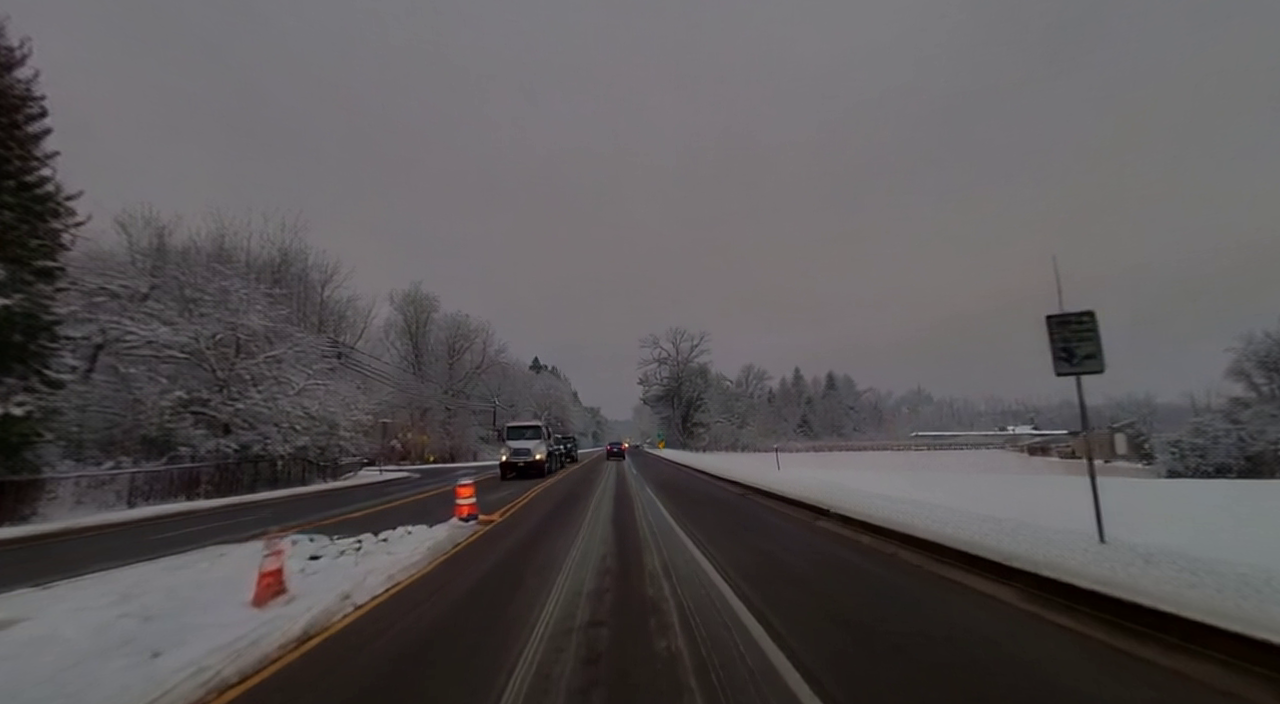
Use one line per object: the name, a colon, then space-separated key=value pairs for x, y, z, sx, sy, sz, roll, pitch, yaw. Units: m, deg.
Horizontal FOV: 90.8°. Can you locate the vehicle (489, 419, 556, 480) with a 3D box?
vehicle: x=-5.164 y=4.349 z=28.399 sx=2.380 sy=2.488 sz=4.028 roll=0 pitch=-8 yaw=-3
